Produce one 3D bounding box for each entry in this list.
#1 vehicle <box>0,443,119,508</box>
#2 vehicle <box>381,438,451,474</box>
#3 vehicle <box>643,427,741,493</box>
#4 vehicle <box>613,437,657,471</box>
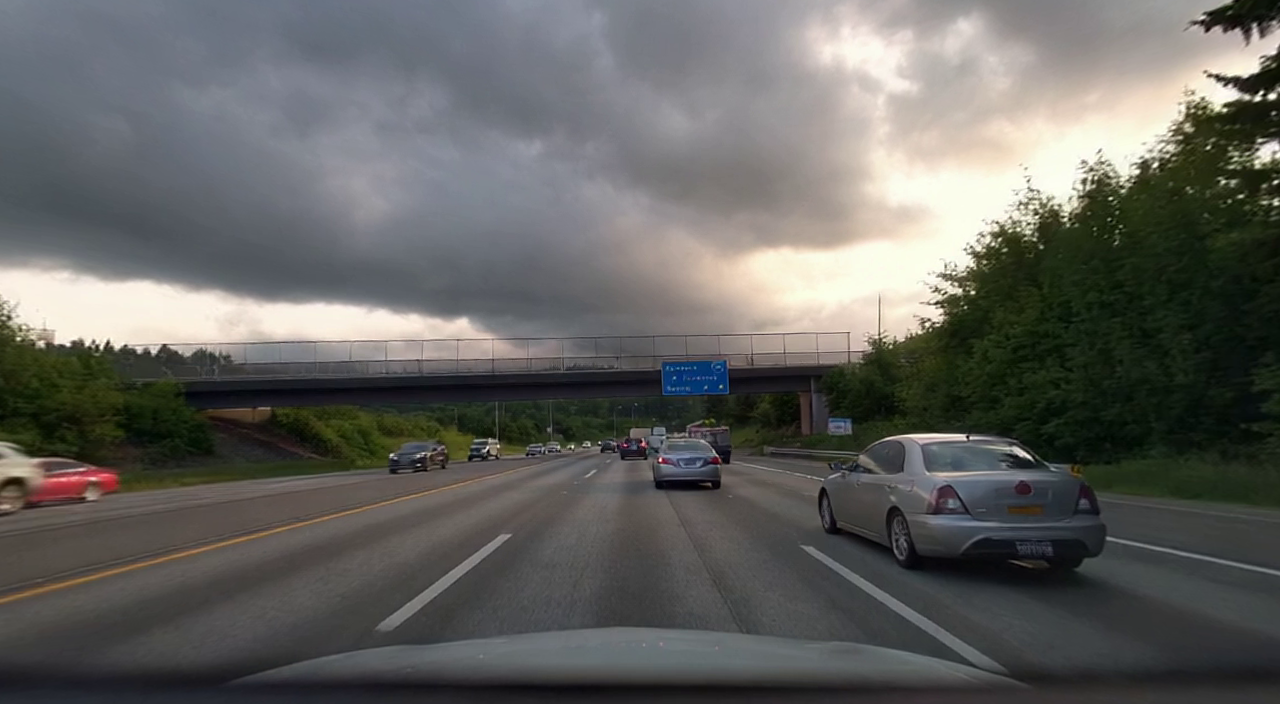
[{"bbox_3d":[-14.772,3.024,15.498,1.592,1.442,2.542,0,-10,0],"label":"vehicle"},{"bbox_3d":[-11.309,5.240,32.152,2.012,1.680,4.360,0,-8,-1],"label":"vehicle"},{"bbox_3d":[1.336,3.008,17.954,2.092,1.636,4.024,0,-8,-5],"label":"vehicle"},{"bbox_3d":[-0.247,4.892,30.377,1.968,1.482,3.586,0,-8,-1],"label":"vehicle"}]
